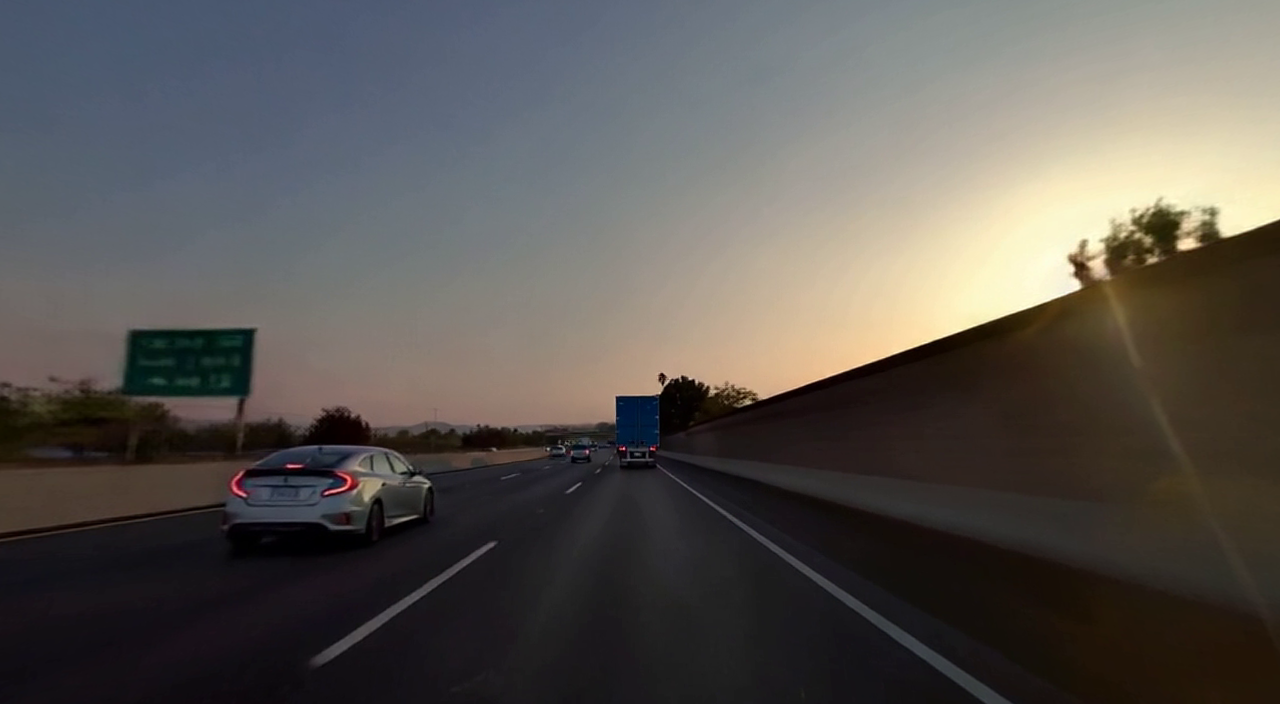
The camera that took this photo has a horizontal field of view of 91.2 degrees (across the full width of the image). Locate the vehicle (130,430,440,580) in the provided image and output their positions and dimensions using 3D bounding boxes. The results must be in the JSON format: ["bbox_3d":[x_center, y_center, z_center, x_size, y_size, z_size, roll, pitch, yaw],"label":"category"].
[{"bbox_3d":[-4.237,1.858,8.354,1.895,1.500,3.808,0,-9,0],"label":"vehicle"}]

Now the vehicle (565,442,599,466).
[{"bbox_3d":[-4.052,7.237,44.507,2.006,1.572,4.082,0,-9,0],"label":"vehicle"}]

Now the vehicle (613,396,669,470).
[{"bbox_3d":[-0.036,5.381,40.673,3.123,4.094,10.812,0,-9,-1],"label":"vehicle"}]
